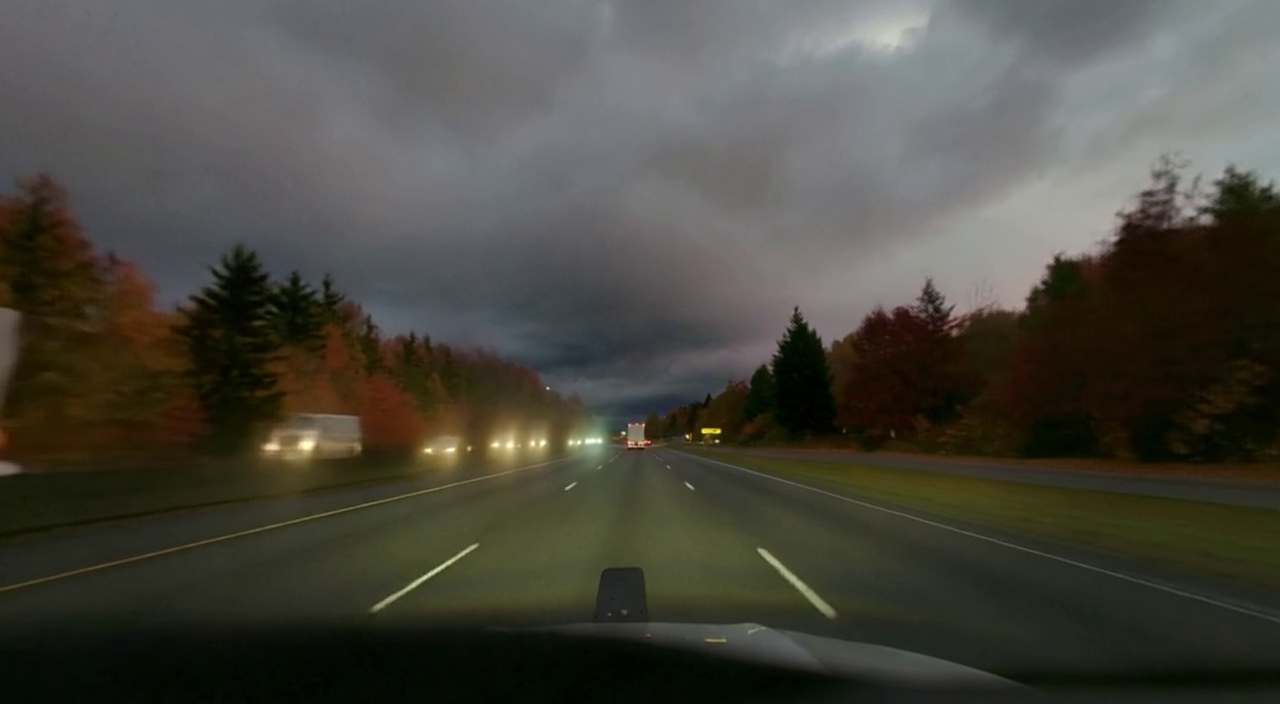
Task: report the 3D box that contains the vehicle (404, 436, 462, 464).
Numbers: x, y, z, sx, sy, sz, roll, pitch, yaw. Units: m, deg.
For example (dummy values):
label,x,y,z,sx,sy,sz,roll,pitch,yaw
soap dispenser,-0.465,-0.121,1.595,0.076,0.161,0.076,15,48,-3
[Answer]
label,x,y,z,sx,sy,sz,roll,pitch,yaw
vehicle,-11.763,5.597,36.034,1.870,1.491,4.088,0,-8,0

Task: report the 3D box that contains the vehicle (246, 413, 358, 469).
label,x,y,z,sx,sy,sz,roll,pitch,yaw
vehicle,-15.350,4.102,28.998,2.252,2.301,5.183,0,-8,0
